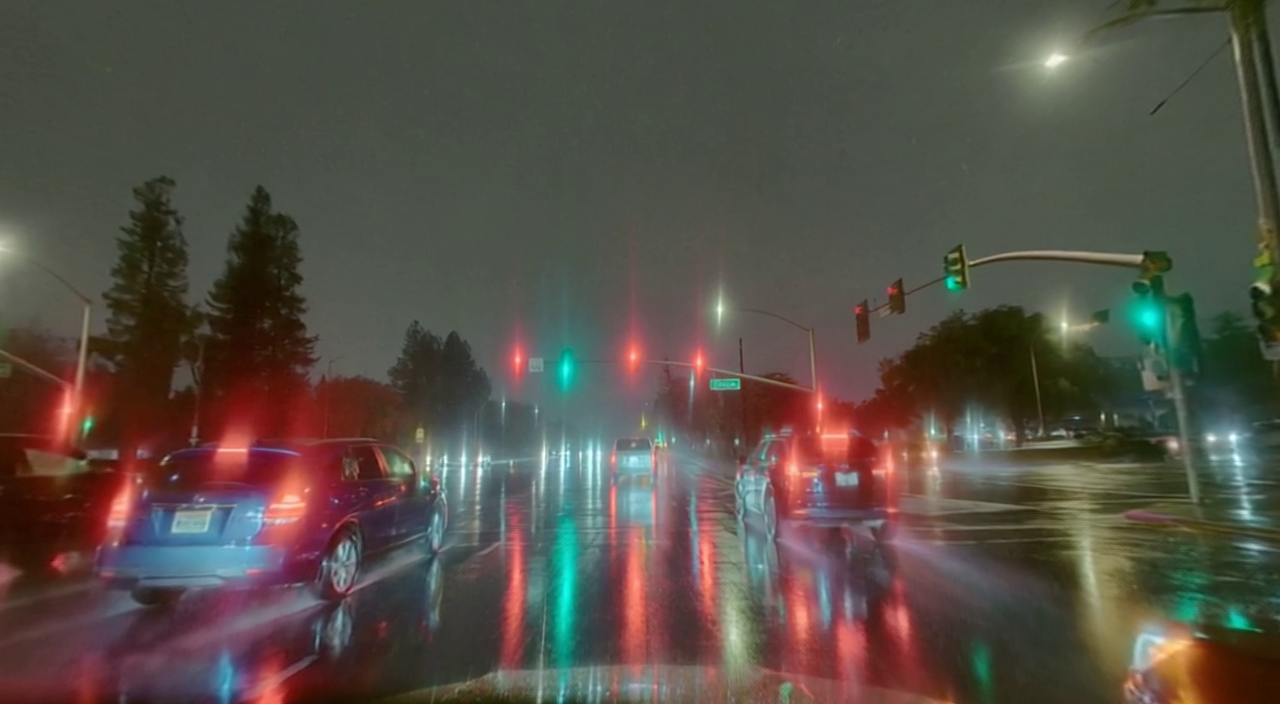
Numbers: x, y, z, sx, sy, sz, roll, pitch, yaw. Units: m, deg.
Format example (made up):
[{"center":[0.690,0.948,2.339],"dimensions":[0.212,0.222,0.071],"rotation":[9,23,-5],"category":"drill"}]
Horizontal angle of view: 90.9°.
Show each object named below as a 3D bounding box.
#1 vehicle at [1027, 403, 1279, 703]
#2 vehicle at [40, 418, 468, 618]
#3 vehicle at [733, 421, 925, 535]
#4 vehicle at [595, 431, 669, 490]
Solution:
[{"center":[3.168,0.790,1.318],"dimensions":[1.960,1.460,4.233],"rotation":[0,-8,-1],"category":"vehicle"},{"center":[-3.527,1.582,7.019],"dimensions":[1.941,1.492,4.399],"rotation":[0,-8,1],"category":"vehicle"},{"center":[3.191,2.229,11.814],"dimensions":[2.097,1.707,4.461],"rotation":[0,-8,-2],"category":"vehicle"},{"center":[-0.213,3.520,20.808],"dimensions":[2.215,1.749,3.976],"rotation":[0,-8,1],"category":"vehicle"}]
